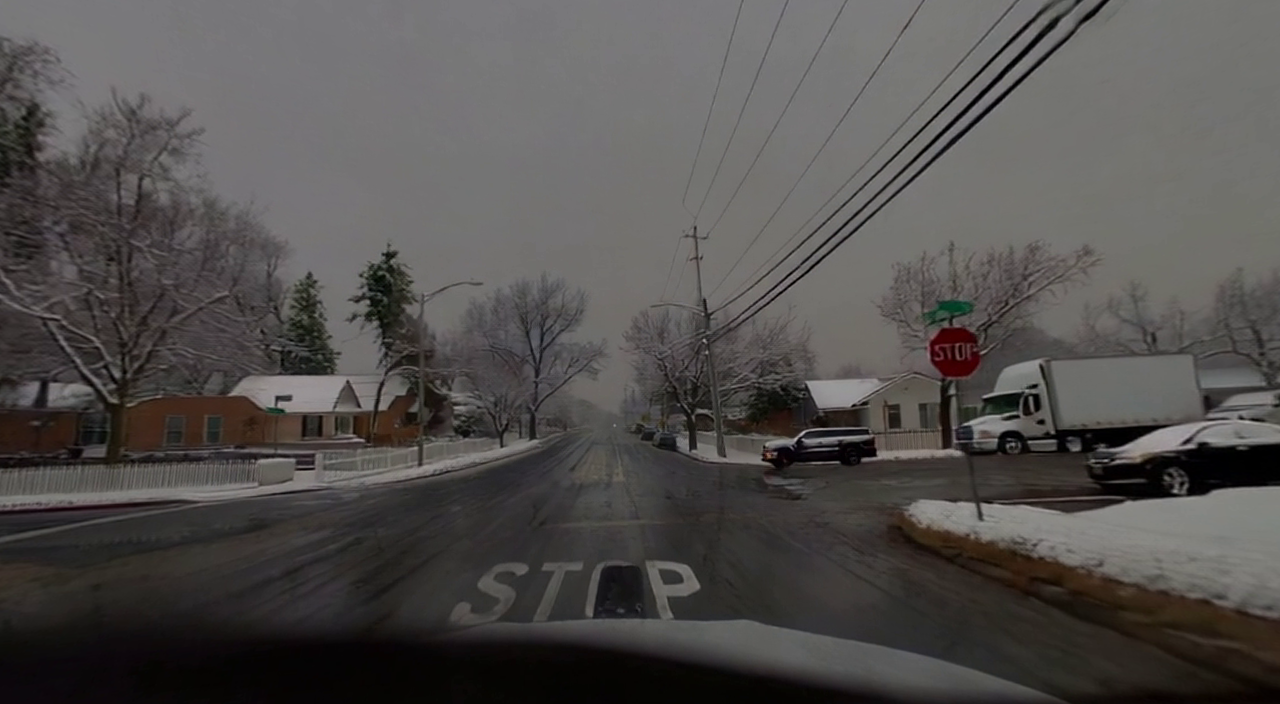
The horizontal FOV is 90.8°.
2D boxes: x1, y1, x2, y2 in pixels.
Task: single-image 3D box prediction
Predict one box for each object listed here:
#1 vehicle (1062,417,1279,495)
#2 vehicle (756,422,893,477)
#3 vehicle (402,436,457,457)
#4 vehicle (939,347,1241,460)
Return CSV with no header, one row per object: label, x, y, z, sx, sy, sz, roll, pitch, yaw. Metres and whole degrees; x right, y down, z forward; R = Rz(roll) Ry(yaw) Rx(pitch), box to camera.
vehicle,11.850,2.164,13.333,4.488,1.507,1.954,0,-8,-2
vehicle,6.088,3.265,21.246,3.867,1.710,2.107,1,-8,-5
vehicle,-16.347,7.345,49.190,3.911,1.515,1.802,2,-9,-14
vehicle,14.793,1.809,21.320,7.759,3.523,2.930,0,-8,0
